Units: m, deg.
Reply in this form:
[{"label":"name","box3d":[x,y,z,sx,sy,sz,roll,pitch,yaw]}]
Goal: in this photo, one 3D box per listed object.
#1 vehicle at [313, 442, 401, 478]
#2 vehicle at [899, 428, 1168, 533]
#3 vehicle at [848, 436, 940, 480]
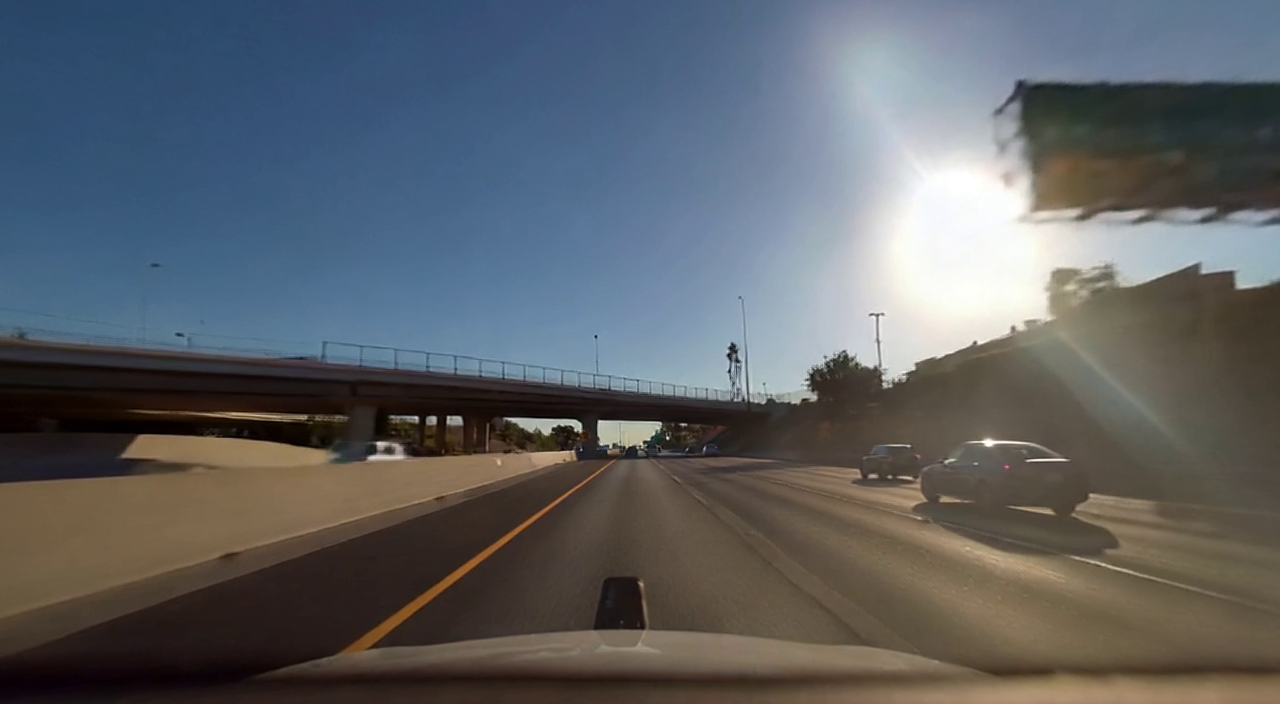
[{"label":"vehicle","box3d":[-13.395,5.116,30.232,1.949,1.585,4.819,0,-8,0]},{"label":"vehicle","box3d":[6.875,2.274,11.858,1.901,1.548,4.684,0,-9,-2]},{"label":"vehicle","box3d":[10.753,4.510,27.130,2.068,1.680,4.361,-1,-8,0]}]
